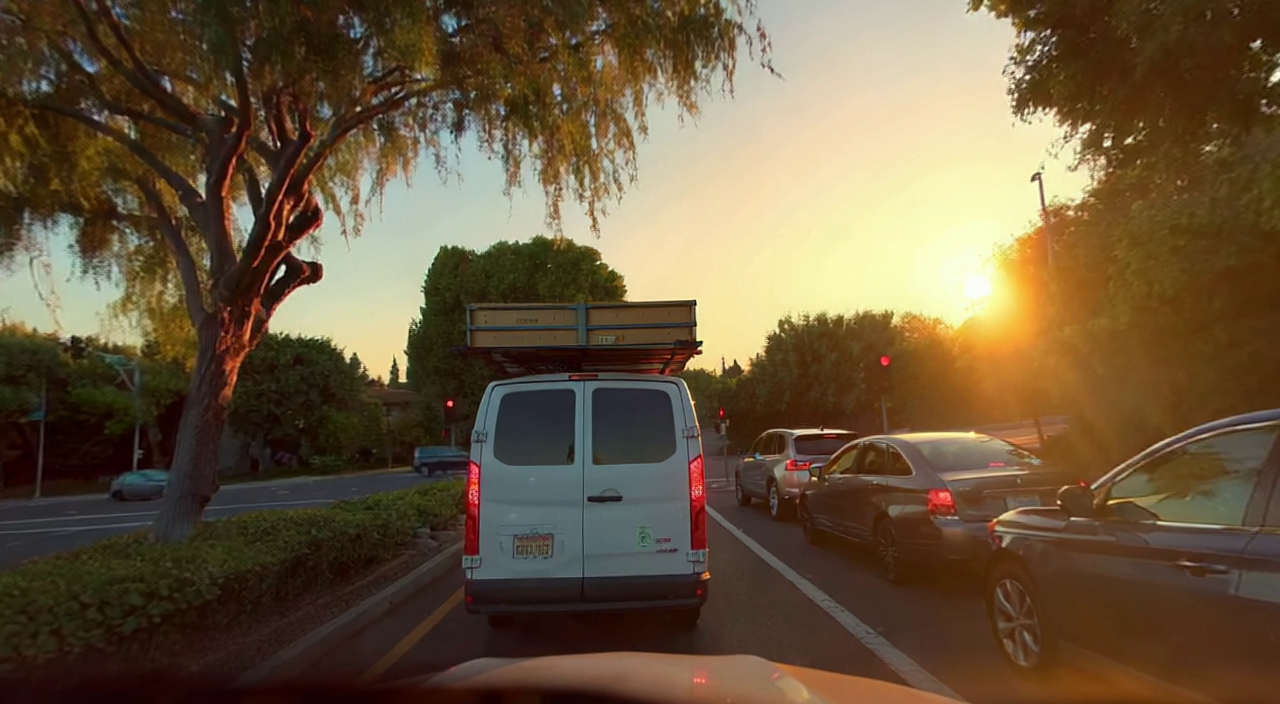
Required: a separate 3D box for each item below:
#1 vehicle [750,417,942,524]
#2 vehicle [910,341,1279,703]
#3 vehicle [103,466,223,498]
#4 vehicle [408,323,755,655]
[{"bbox_3d":[3.678,2.214,12.273,2.024,1.692,4.252,1,-9,-4],"label":"vehicle"},{"bbox_3d":[3.443,0.940,3.400,1.965,1.671,4.146,0,-9,-3],"label":"vehicle"},{"bbox_3d":[-22.461,6.114,29.918,4.135,1.321,1.687,2,-9,-16],"label":"vehicle"},{"bbox_3d":[-0.371,1.159,6.186,2.145,2.089,4.309,0,-9,0],"label":"vehicle"}]
